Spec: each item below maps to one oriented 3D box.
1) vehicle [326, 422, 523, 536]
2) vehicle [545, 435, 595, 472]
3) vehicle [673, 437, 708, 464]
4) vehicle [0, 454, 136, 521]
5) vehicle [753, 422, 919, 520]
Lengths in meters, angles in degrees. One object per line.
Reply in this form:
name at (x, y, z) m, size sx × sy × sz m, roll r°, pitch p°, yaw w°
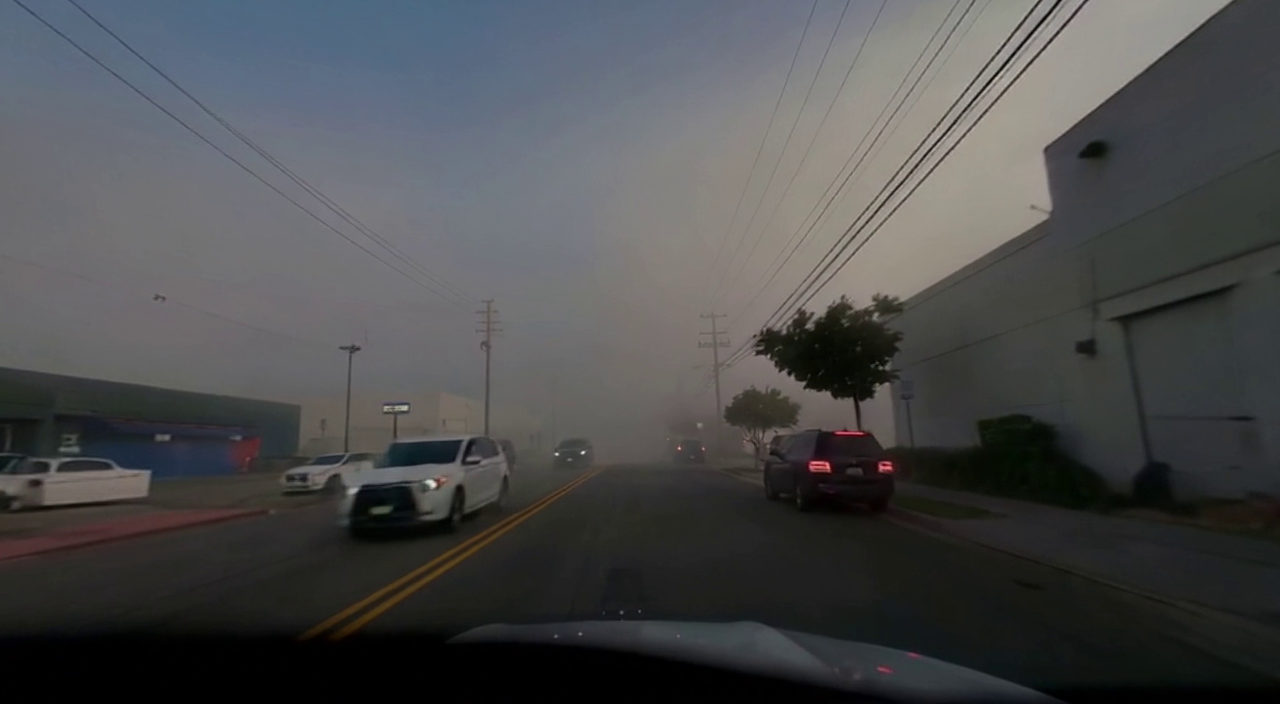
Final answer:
vehicle at (-3.705, 2.271, 11.920) m, size 2.100 × 1.723 × 4.433 m, roll 0°, pitch -8°, yaw 1°
vehicle at (-3.841, 5.712, 35.732) m, size 2.229 × 1.889 × 4.816 m, roll 0°, pitch -8°, yaw 1°
vehicle at (3.748, 7.505, 48.253) m, size 2.333 × 1.967 × 6.008 m, roll 0°, pitch -8°, yaw 1°
vehicle at (-16.784, 3.691, 17.440) m, size 1.928 × 1.570 × 4.635 m, roll -2°, pitch -8°, yaw -1°
vehicle at (3.903, 2.465, 13.593) m, size 2.092 × 1.730 × 4.595 m, roll 0°, pitch -8°, yaw 0°
